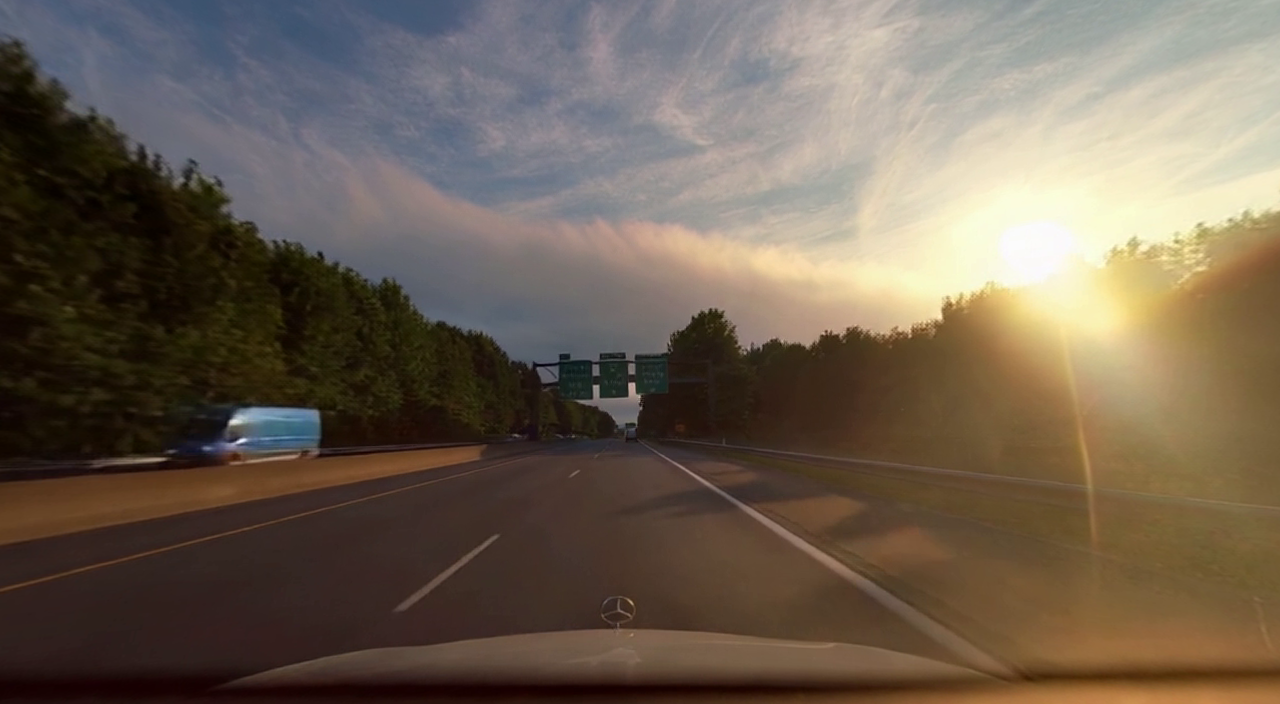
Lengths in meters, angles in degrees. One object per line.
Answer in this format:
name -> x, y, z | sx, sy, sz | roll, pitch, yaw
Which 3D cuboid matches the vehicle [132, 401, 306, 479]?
vehicle -> -17.641, 3.754, 27.129 | 2.639, 2.882, 6.998 | 0, -8, -1
